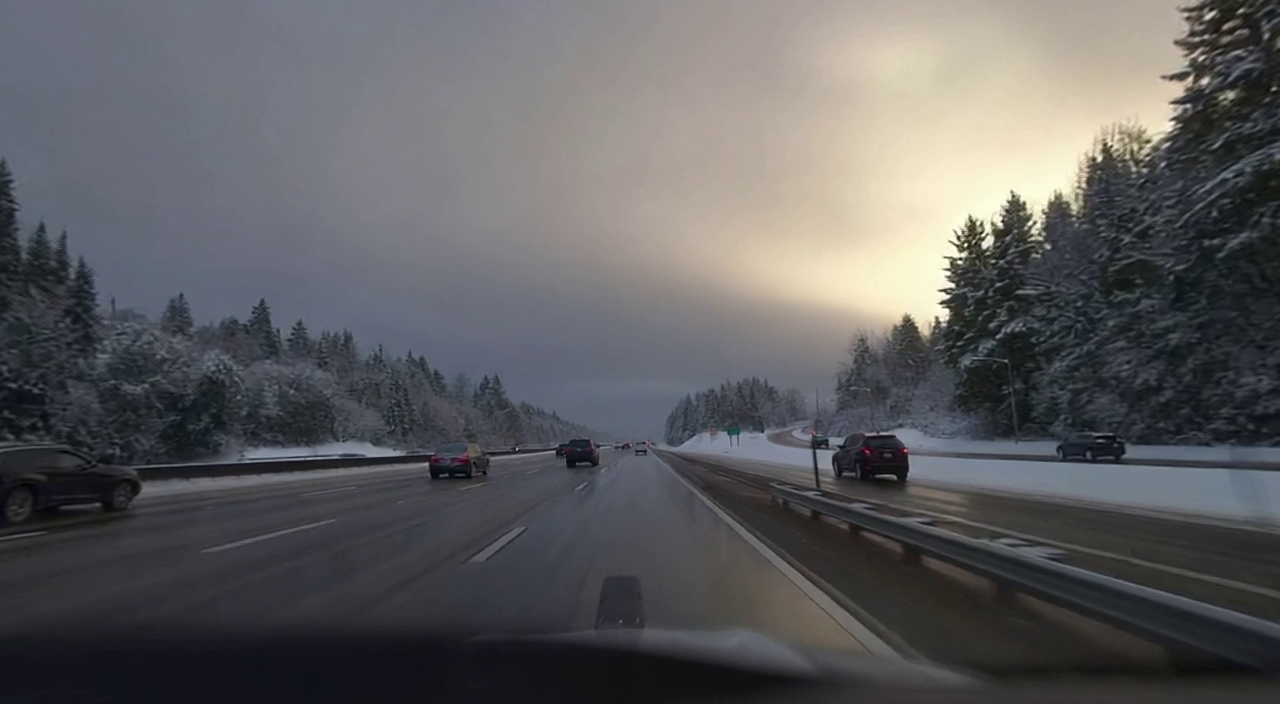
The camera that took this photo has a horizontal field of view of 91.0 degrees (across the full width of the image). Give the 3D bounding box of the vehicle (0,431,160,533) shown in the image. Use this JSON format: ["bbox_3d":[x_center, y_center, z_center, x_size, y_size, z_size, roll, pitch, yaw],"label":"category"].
[{"bbox_3d":[-11.322,2.271,11.317,1.958,1.633,4.302,0,-9,0],"label":"vehicle"}]

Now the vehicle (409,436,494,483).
[{"bbox_3d":[-7.647,4.412,26.007,2.087,1.755,4.457,0,-9,0],"label":"vehicle"}]

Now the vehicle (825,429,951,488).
[{"bbox_3d":[8.464,3.715,22.117,2.259,1.816,4.862,0,-9,-2],"label":"vehicle"}]

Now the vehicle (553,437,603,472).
[{"bbox_3d":[-3.614,6.142,37.827,2.288,1.962,5.119,0,-9,2],"label":"vehicle"}]

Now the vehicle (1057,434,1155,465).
[{"bbox_3d":[28.502,6.001,38.751,2.051,1.728,4.927,0,-9,-3],"label":"vehicle"}]
